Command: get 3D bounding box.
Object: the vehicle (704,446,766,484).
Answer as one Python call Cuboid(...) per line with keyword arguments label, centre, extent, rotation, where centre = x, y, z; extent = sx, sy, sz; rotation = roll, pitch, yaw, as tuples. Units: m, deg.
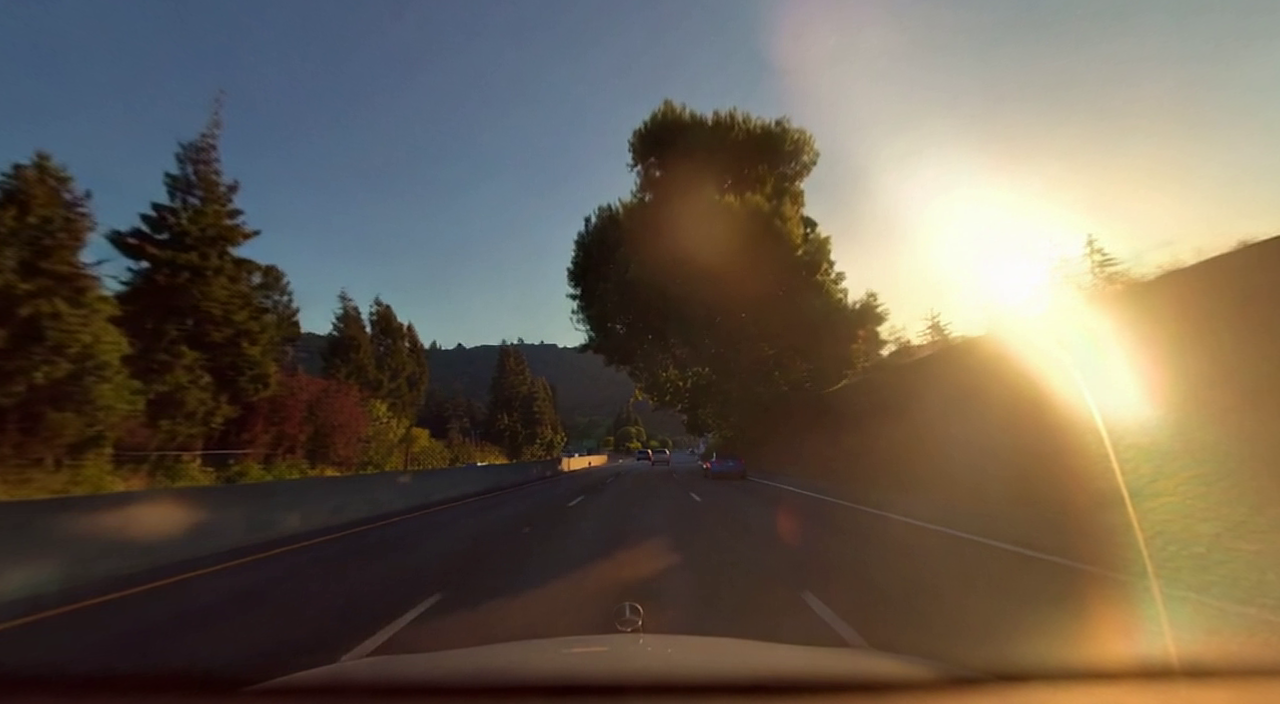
Cuboid(label="vehicle", centre=(4.181, 5.072, 28.435), extent=(2.175, 1.574, 3.943), rotation=(0, -9, 0))
